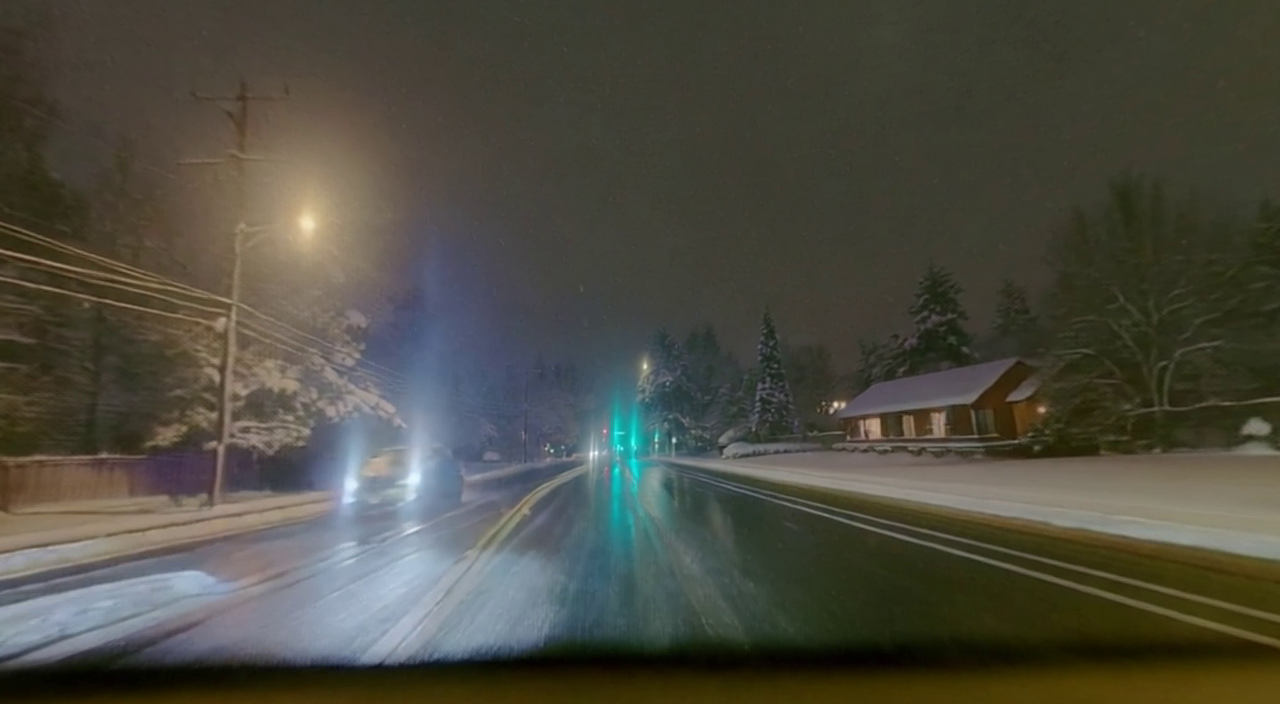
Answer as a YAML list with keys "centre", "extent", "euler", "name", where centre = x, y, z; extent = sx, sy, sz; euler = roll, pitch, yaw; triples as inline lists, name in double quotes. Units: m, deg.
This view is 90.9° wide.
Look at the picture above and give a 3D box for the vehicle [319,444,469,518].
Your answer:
- centre: [-6.023, 3.171, 16.083]
  extent: [1.951, 1.612, 4.269]
  euler: [-1, -9, 2]
  name: "vehicle"
